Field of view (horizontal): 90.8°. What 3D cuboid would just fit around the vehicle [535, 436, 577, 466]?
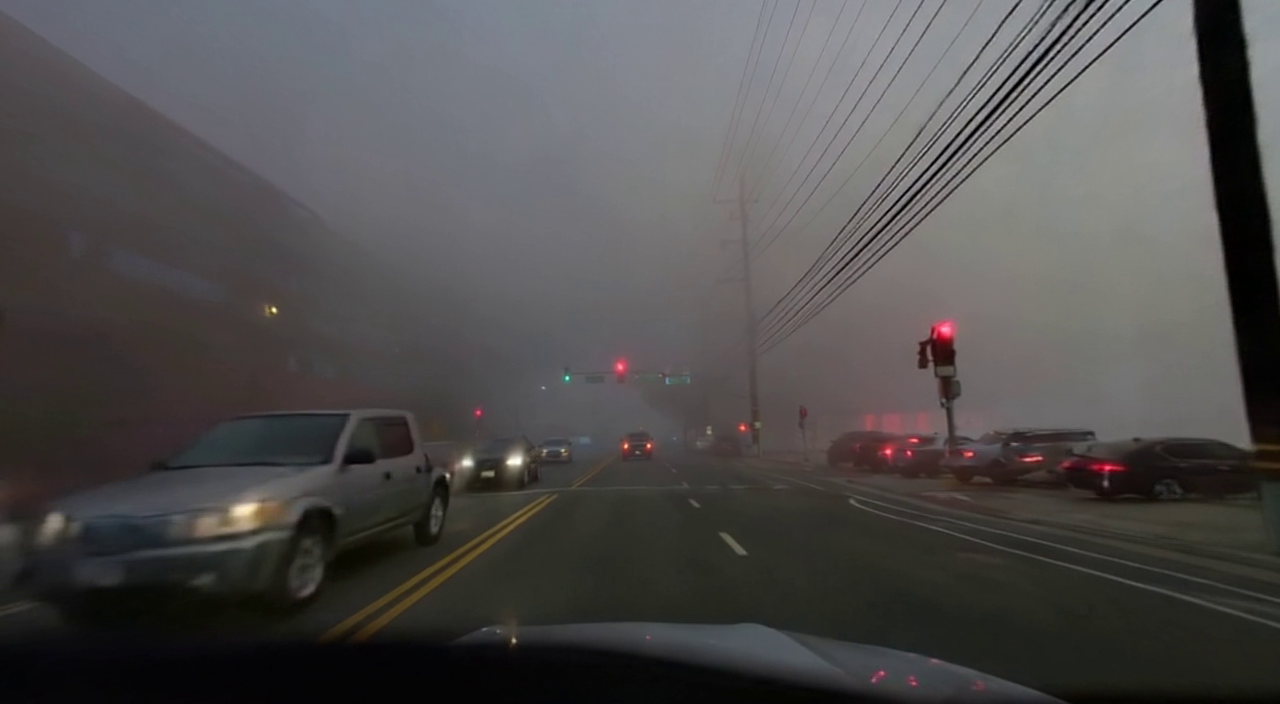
[{"bbox_3d":[-4.711,5.627,35.929,1.875,1.595,3.901,0,-8,-1],"label":"vehicle"}]

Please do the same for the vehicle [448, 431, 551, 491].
[{"bbox_3d":[-4.118,3.291,19.437,2.033,1.572,4.939,0,-8,0],"label":"vehicle"}]

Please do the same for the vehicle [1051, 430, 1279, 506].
[{"bbox_3d":[11.476,2.406,13.310,4.238,1.464,1.862,-1,-9,2],"label":"vehicle"}]

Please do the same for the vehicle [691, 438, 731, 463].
[{"bbox_3d":[4.402,6.190,39.807,1.926,1.482,4.442,0,-8,0],"label":"vehicle"}]

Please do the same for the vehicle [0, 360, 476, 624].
[{"bbox_3d":[-3.773,1.413,7.430,2.277,1.904,5.583,0,-8,-1],"label":"vehicle"}]

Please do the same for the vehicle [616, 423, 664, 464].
[{"bbox_3d":[0.028,5.646,39.060,2.683,2.295,6.404,0,-8,0],"label":"vehicle"}]

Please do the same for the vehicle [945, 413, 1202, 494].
[{"bbox_3d":[10.778,2.540,16.031,4.937,1.827,2.042,-1,-8,1],"label":"vehicle"}]
